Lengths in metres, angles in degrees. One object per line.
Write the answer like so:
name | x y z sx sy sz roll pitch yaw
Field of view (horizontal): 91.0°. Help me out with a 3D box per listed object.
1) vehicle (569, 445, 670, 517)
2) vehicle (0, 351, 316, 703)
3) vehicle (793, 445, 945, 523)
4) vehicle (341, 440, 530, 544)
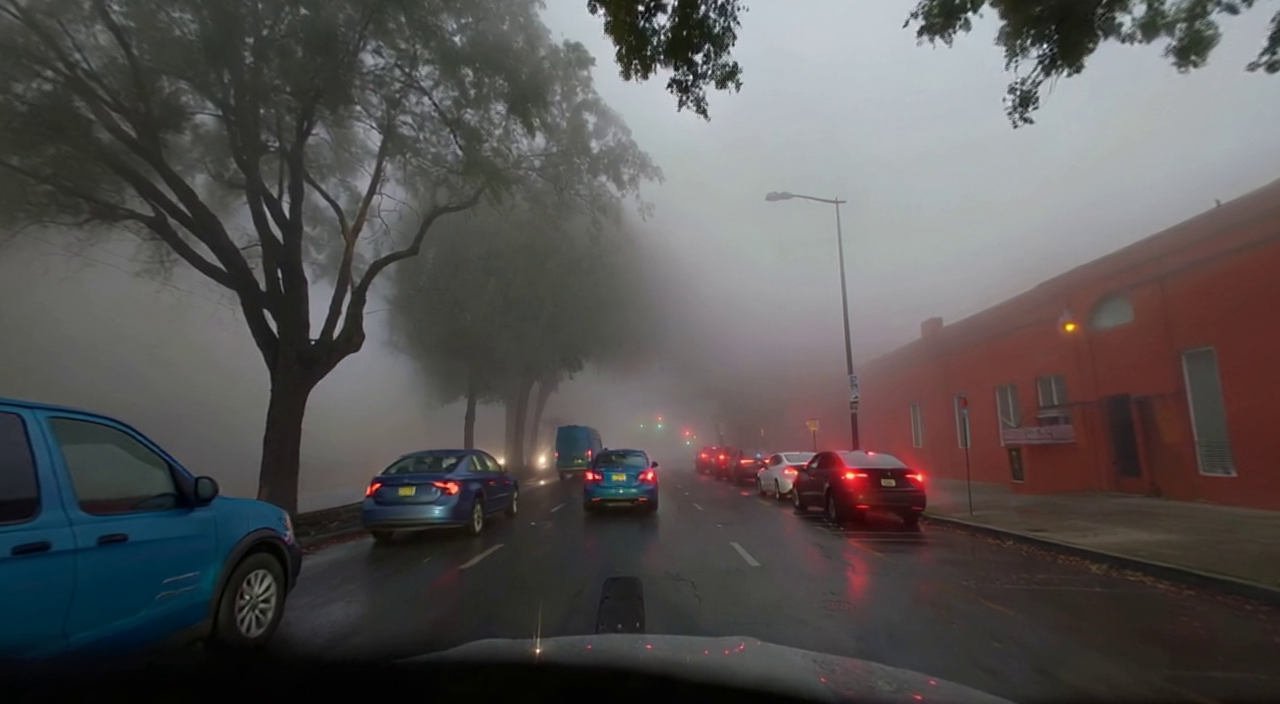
vehicle | -0.435 3.064 15.533 2.152 1.518 4.113 0 -8 0
vehicle | -3.727 0.893 2.658 2.140 1.768 4.685 0 -8 1
vehicle | 4.905 2.848 14.195 1.832 1.491 4.054 0 -8 -1
vehicle | -3.519 2.474 11.887 1.995 1.554 4.426 0 -8 1
